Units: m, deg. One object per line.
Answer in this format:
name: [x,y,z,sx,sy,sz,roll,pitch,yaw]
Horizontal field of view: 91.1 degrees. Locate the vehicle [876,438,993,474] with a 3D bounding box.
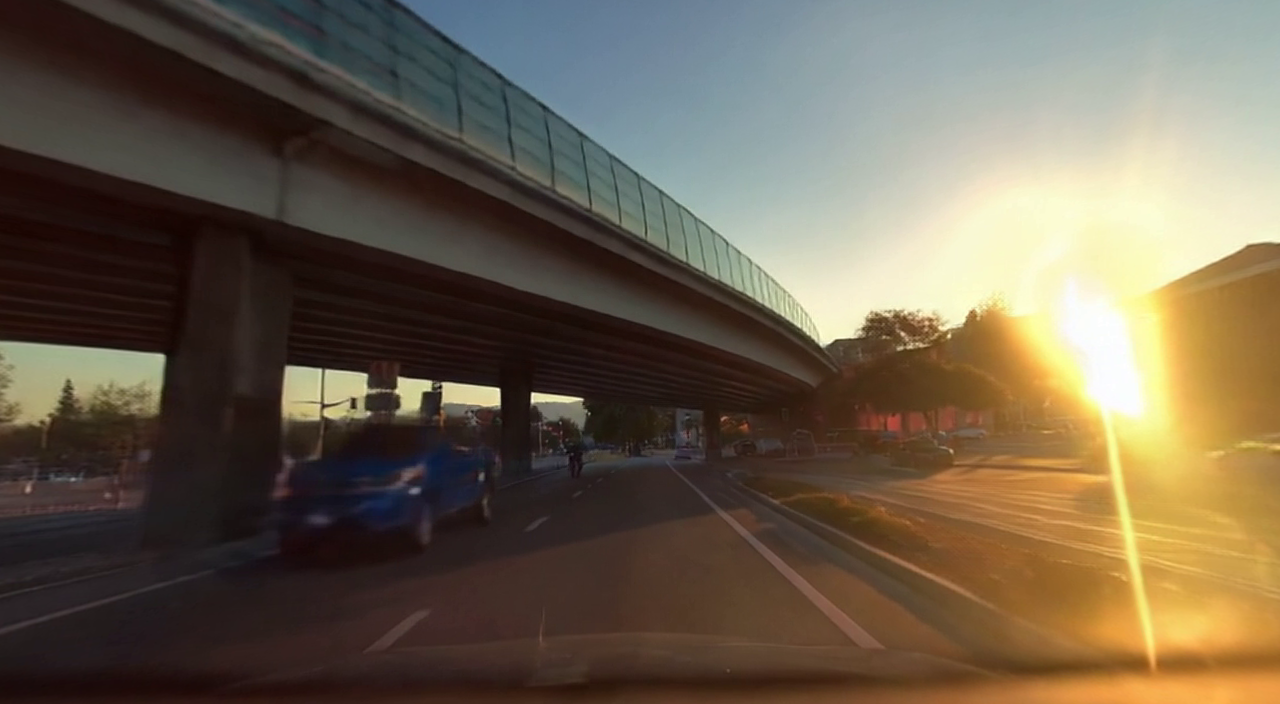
vehicle: [14.398,5.064,30.970,2.078,1.523,4.760,2,-7,-34]

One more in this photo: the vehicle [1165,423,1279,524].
vehicle: [11.629,1.961,10.232,2.189,1.510,4.458,-6,-8,0]

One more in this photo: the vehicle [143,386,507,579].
vehicle: [-3.975,1.819,9.649,2.468,1.993,5.840,-1,-9,1]
